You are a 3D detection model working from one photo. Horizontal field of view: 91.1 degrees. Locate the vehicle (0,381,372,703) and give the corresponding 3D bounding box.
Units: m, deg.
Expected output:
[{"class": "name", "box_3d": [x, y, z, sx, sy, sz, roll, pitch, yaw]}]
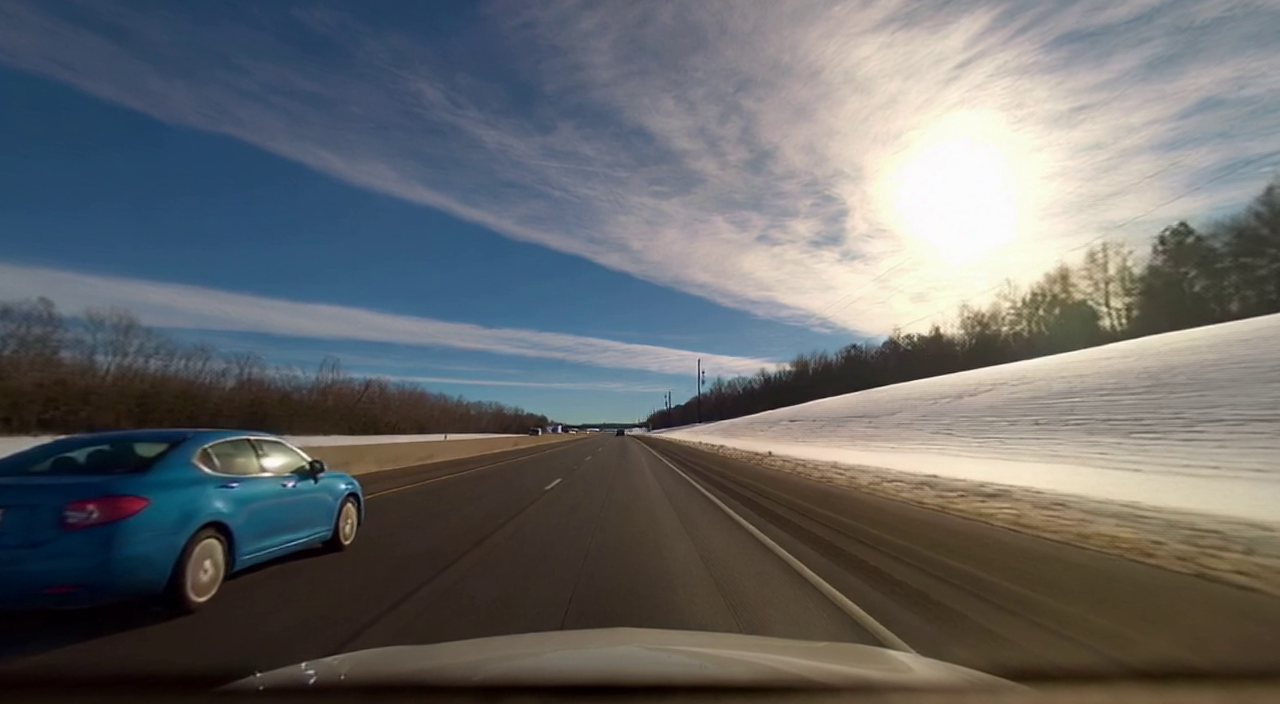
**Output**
[{"class": "vehicle", "box_3d": [-3.930, 1.164, 4.821, 1.999, 1.536, 3.969, 0, -8, 0]}]
